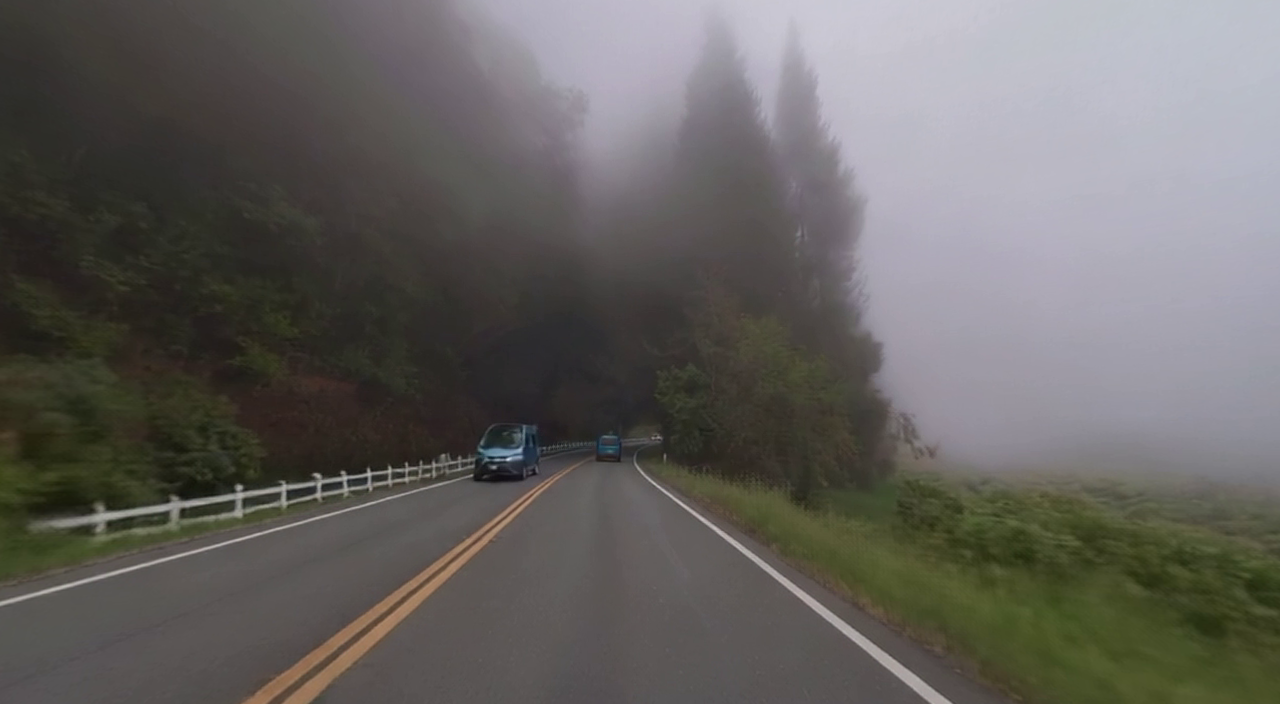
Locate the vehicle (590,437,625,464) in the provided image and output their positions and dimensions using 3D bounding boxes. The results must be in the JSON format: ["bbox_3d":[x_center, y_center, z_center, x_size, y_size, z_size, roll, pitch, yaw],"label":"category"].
[{"bbox_3d":[-2.506,7.442,47.876,2.439,1.912,5.605,1,-9,-4],"label":"vehicle"}]
